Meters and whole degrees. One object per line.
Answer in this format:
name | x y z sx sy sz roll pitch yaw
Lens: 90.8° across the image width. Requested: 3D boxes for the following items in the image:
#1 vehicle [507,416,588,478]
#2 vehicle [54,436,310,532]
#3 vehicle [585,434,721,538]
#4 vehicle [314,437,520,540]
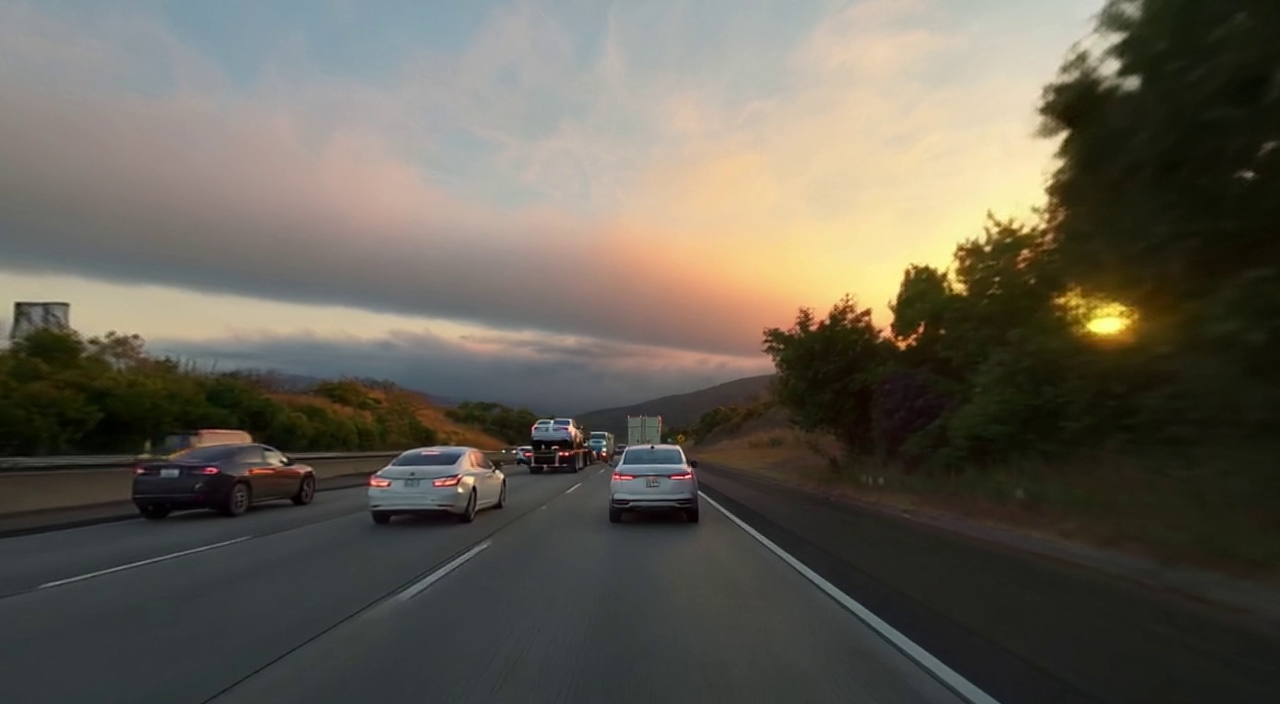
vehicle | -2.564 2.786 18.466 2.031 1.594 4.103 1 -9 -4
vehicle | -8.376 2.421 12.102 1.888 1.507 3.949 0 -9 0
vehicle | 0.203 2.237 11.009 1.991 1.507 3.391 0 -9 1
vehicle | -3.656 2.322 11.402 1.947 1.470 4.526 0 -9 2
